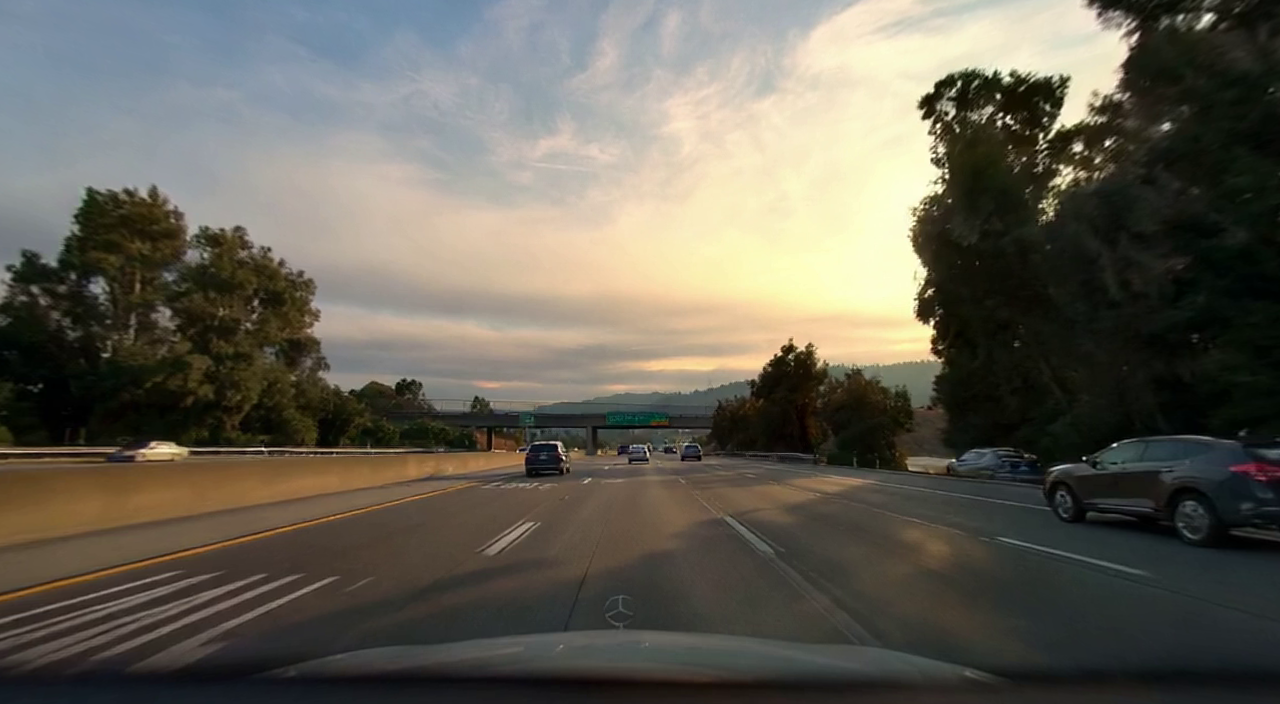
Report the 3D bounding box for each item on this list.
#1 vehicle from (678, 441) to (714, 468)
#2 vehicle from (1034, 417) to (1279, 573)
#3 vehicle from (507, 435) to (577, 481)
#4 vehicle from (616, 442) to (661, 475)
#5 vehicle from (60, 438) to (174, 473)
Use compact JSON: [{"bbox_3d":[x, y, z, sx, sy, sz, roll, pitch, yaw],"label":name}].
[{"bbox_3d":[3.602,6.656,41.111,1.936,1.625,3.991,0,-8,0],"label":"vehicle"},{"bbox_3d":[7.615,1.762,8.422,1.989,1.603,4.126,0,-9,0],"label":"vehicle"},{"bbox_3d":[-4.010,4.408,26.589,2.113,1.756,4.471,0,-9,1],"label":"vehicle"},{"bbox_3d":[-0.077,5.268,31.487,2.075,1.486,4.007,0,-9,0],"label":"vehicle"},{"bbox_3d":[-28.409,5.645,34.599,2.080,1.757,4.892,0,-9,-1],"label":"vehicle"}]
